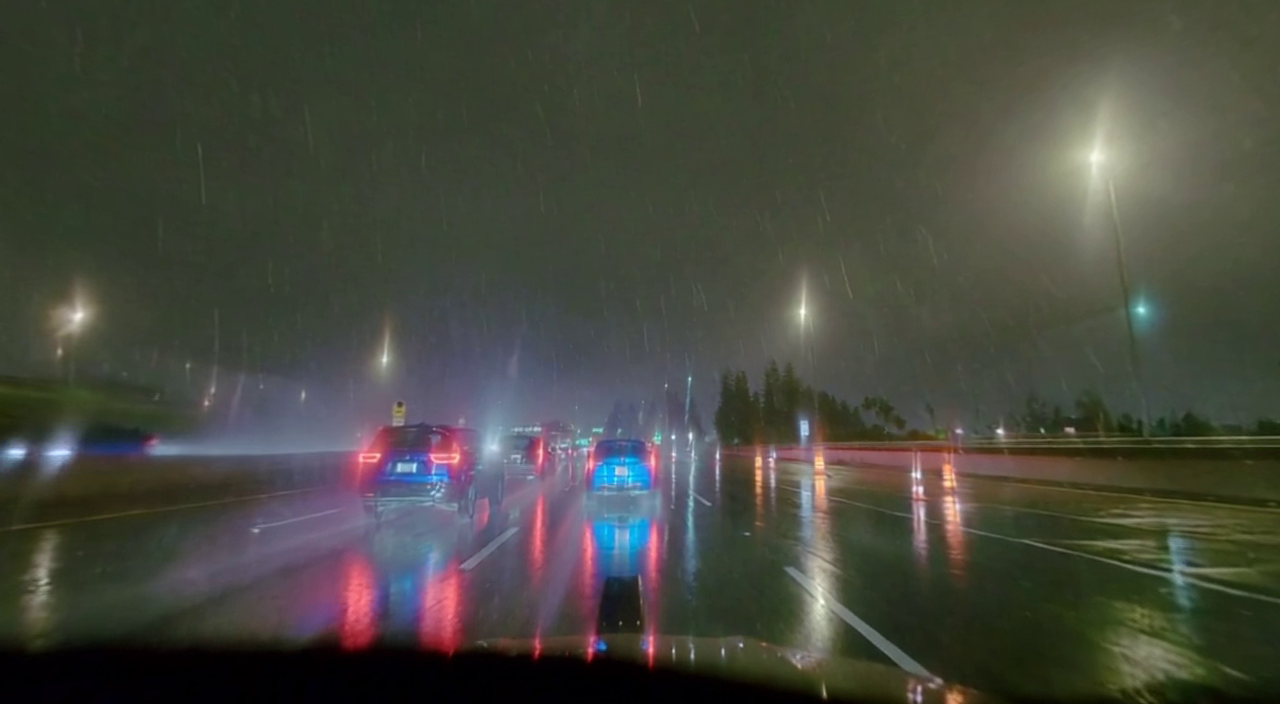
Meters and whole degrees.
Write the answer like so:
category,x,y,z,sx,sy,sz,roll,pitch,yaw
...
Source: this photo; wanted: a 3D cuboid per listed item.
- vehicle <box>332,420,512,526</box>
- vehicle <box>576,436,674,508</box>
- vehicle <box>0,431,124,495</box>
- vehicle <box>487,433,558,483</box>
category,x,y,z,sx,sy,sz,roll,pitch,yaw
vehicle,-3.953,2.273,12.341,2.025,1.708,4.089,0,-9,0
vehicle,-0.400,2.826,15.313,2.069,1.484,3.982,0,-9,-2
vehicle,-18.263,3.252,18.956,1.936,1.710,4.301,0,-8,-1
vehicle,-4.337,3.980,23.980,1.982,1.727,4.057,0,-9,-1
